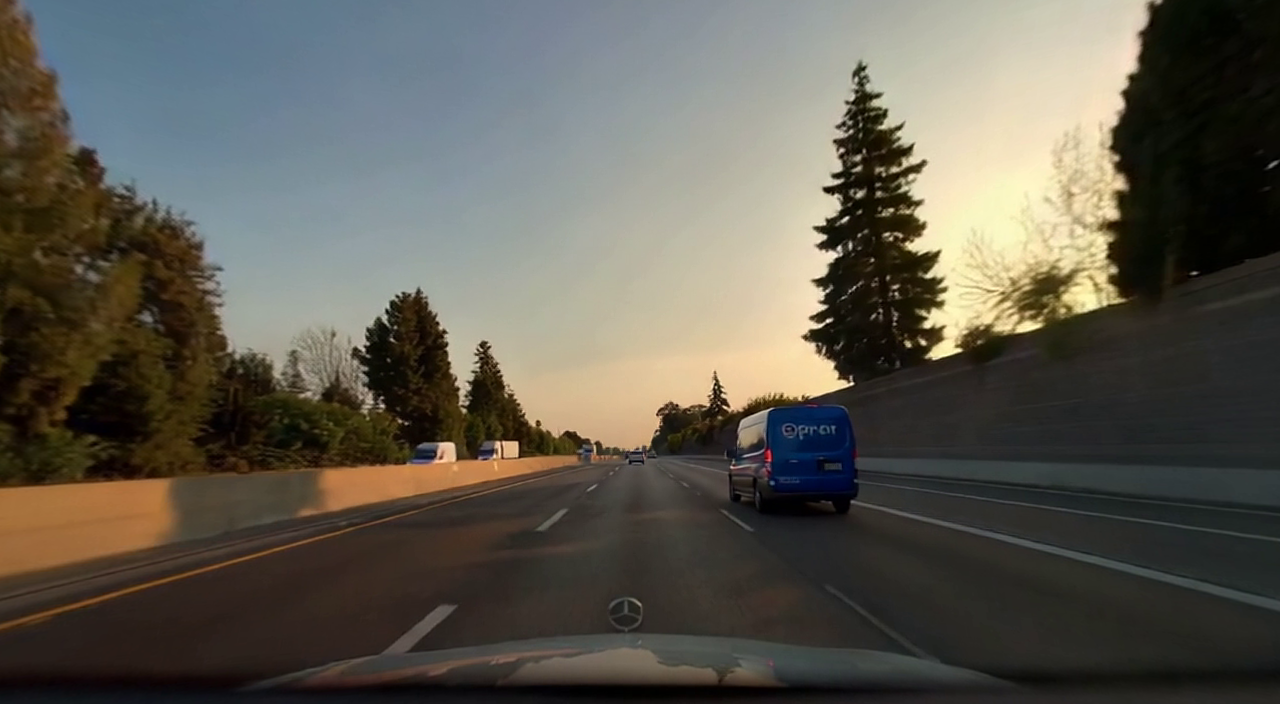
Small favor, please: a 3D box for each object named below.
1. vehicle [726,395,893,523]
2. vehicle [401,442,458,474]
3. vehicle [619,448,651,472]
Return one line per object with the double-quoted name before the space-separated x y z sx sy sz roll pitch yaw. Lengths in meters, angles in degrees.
"vehicle" 3.805 2.606 15.677 2.373 2.561 5.922 0 -9 -1
"vehicle" -15.779 7.989 47.720 2.275 2.221 5.772 0 -9 0
"vehicle" -0.338 7.851 45.942 2.168 1.653 4.307 0 -9 0
